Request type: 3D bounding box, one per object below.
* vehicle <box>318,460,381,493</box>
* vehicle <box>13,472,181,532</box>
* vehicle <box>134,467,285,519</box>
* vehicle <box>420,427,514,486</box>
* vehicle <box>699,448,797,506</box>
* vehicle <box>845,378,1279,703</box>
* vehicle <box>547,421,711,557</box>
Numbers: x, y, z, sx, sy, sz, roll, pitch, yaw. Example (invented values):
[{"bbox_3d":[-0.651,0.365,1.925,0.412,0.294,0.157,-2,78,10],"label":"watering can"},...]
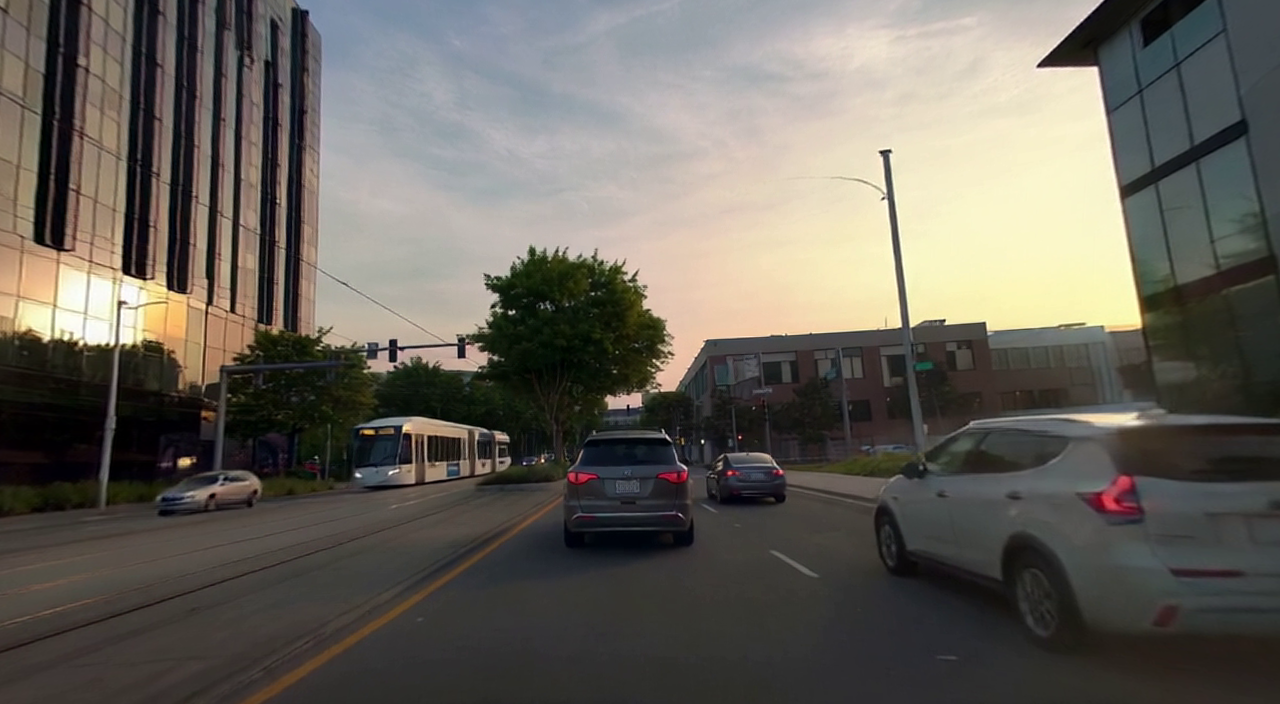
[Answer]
[{"bbox_3d":[-18.909,8.105,41.406,1.933,1.919,4.913,0,-8,-2],"label":"vehicle"},{"bbox_3d":[-19.053,5.223,22.531,2.066,1.700,4.536,0,-8,-2],"label":"vehicle"},{"bbox_3d":[-15.001,4.921,22.434,2.077,1.458,4.718,0,-8,0],"label":"vehicle"},{"bbox_3d":[-10.970,6.763,41.498,3.053,3.359,10.539,0,-8,1],"label":"vehicle"},{"bbox_3d":[3.023,3.583,18.667,1.993,1.480,4.324,0,-9,-2],"label":"vehicle"},{"bbox_3d":[3.571,1.323,5.406,2.029,1.717,4.624,0,-8,-1],"label":"vehicle"},{"bbox_3d":[-0.230,2.137,10.601,2.178,1.779,4.255,0,-8,-2],"label":"vehicle"}]
